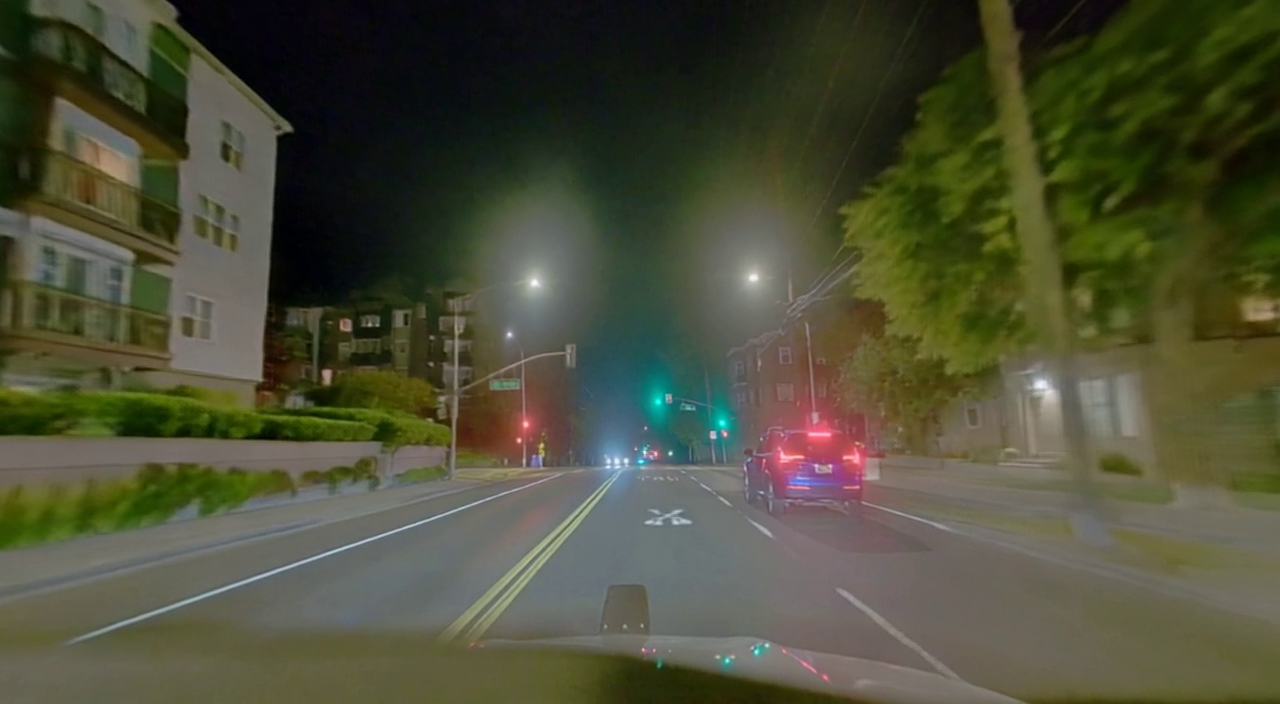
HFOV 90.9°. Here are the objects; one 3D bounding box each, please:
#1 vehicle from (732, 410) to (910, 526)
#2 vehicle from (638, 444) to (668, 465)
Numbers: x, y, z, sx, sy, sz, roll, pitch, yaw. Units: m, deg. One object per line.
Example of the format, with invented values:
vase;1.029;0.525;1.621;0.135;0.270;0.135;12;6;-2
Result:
vehicle;3.289;2.242;12.691;2.130;1.863;4.844;0;-9;0
vehicle;0.908;7.473;45.967;2.097;1.463;4.043;0;-9;0
